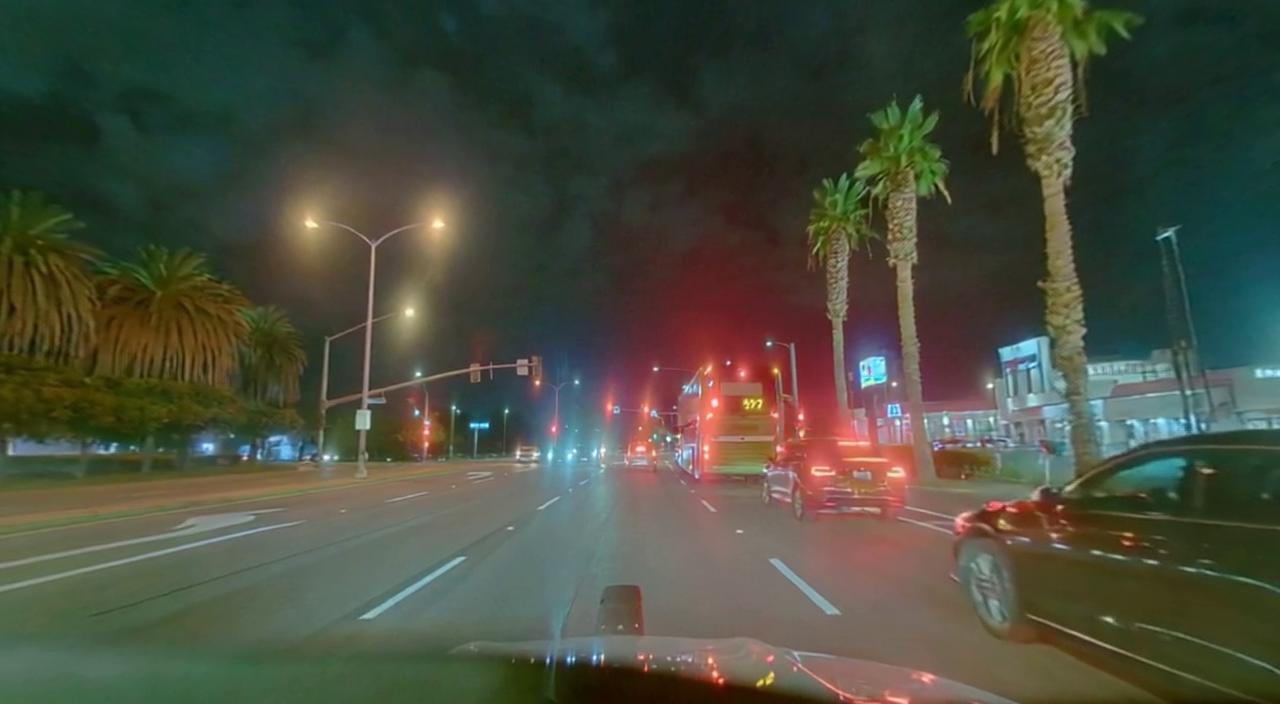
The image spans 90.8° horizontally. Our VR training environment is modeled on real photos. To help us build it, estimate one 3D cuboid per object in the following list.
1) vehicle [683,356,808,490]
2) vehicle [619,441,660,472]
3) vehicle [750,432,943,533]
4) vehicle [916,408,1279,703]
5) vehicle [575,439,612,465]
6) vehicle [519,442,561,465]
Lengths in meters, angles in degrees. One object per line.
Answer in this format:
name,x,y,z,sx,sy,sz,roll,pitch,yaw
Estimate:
vehicle,3.592,3.130,25.752,2.970,4.015,13.606,0,-9,1
vehicle,0.004,5.477,33.260,2.060,1.499,3.831,0,-9,1
vehicle,3.603,2.382,12.226,1.965,1.519,5.078,0,-9,-1
vehicle,3.343,1.042,2.892,2.063,1.483,4.620,0,-9,0
vehicle,-3.121,6.814,43.141,2.020,1.721,4.366,-1,-9,2
vehicle,-6.736,6.893,43.072,1.927,1.480,4.832,-1,-9,2
